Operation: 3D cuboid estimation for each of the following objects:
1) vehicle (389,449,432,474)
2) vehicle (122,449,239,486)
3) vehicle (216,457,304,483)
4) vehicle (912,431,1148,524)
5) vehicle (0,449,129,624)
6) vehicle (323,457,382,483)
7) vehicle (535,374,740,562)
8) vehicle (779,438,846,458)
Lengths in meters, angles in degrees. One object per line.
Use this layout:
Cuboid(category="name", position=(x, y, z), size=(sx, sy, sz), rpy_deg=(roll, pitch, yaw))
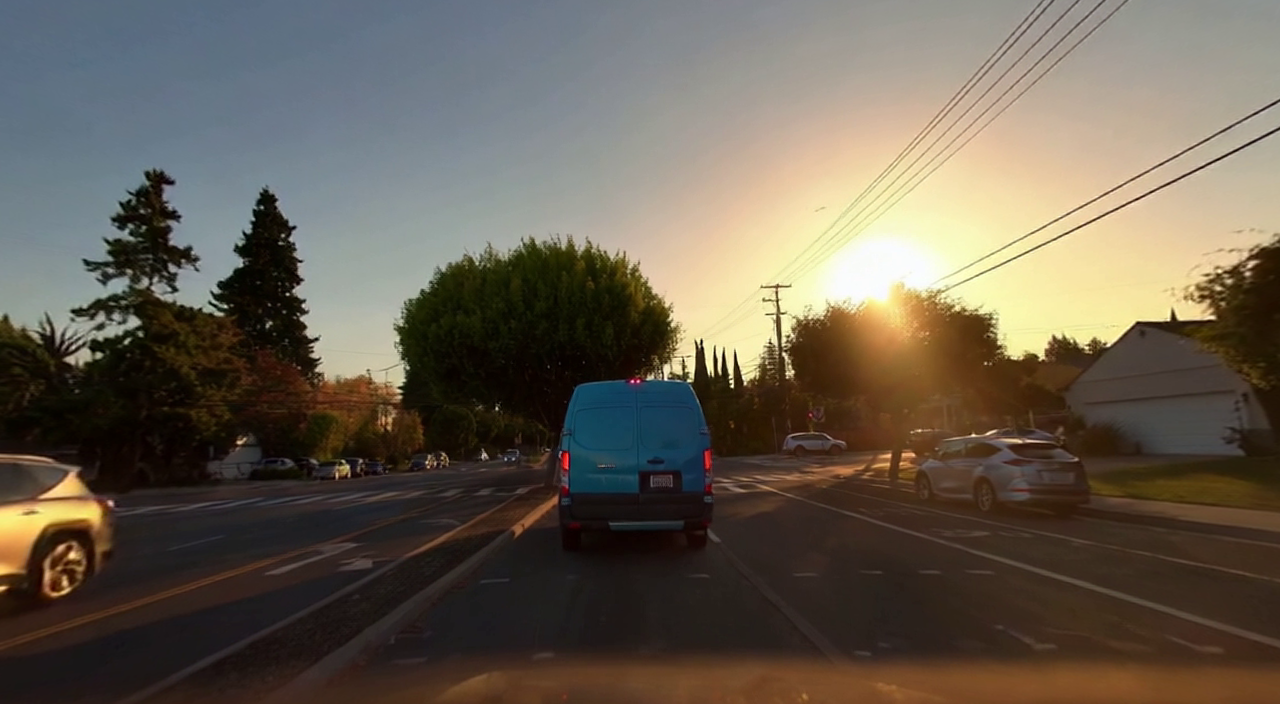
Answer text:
Cuboid(category="vehicle", position=(-17.926, 8.556, 49.575), size=(1.841, 1.769, 4.105), rpy_deg=(0, -9, 0))
Cuboid(category="vehicle", position=(-26.836, 6.733, 37.053), size=(5.026, 2.017, 2.215), rpy_deg=(0, -9, -1))
Cuboid(category="vehicle", position=(-27.273, 8.454, 45.450), size=(4.972, 1.776, 2.057), rpy_deg=(0, -9, -1))
Cuboid(category="vehicle", position=(7.350, 2.381, 12.558), size=(1.883, 1.504, 4.220), rpy_deg=(0, -9, -2))
Cuboid(category="vehicle", position=(-7.385, 1.756, 5.646), size=(1.997, 1.724, 4.417), rpy_deg=(0, -9, -2))
Cuboid(category="vehicle", position=(-18.340, 7.526, 40.514), size=(1.816, 1.445, 4.120), rpy_deg=(0, -9, 1))
Cuboid(category="vehicle", position=(-0.136, 1.678, 9.725), size=(2.342, 2.142, 4.809), rpy_deg=(0, -9, -3))
Cuboid(category="vehicle", position=(12.972, 7.233, 47.626), size=(4.483, 1.463, 1.805), rpy_deg=(0, -9, 0))
